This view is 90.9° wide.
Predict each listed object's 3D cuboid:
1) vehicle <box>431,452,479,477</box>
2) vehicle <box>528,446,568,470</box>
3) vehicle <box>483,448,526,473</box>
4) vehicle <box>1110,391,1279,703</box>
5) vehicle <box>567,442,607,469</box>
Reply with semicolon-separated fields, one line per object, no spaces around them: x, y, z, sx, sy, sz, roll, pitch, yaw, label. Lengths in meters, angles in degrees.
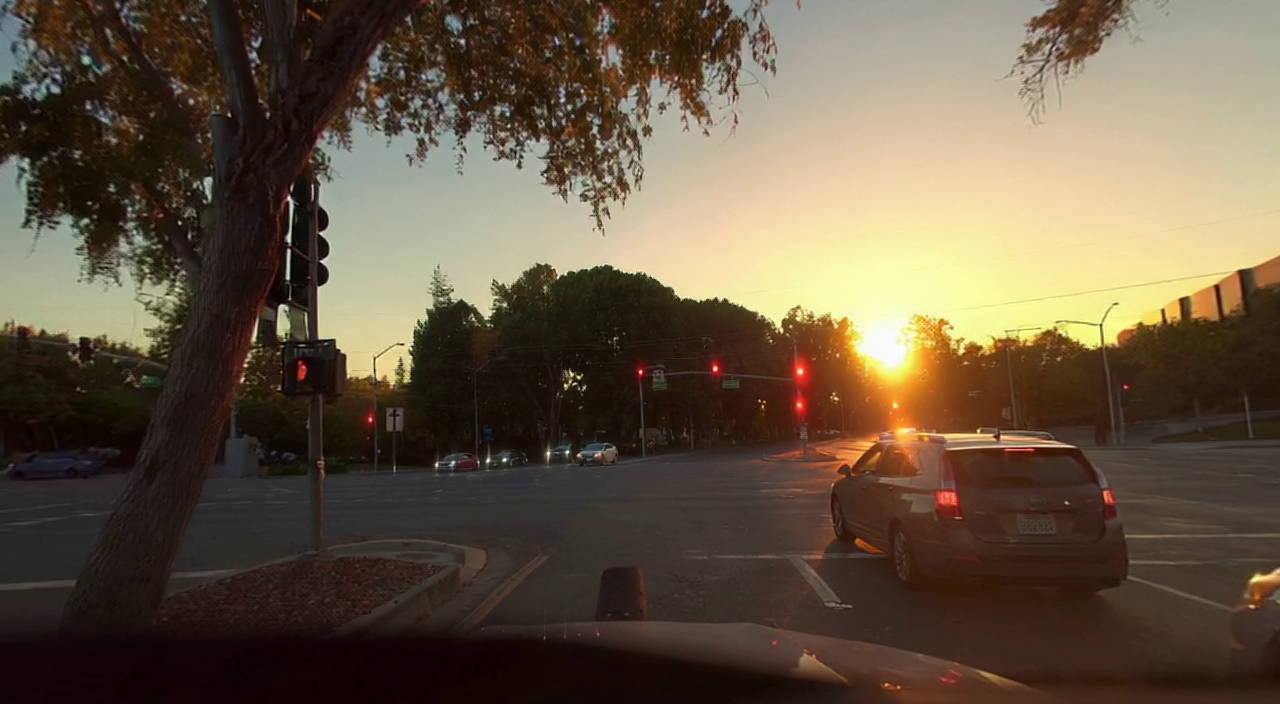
-13.436;8.163;45.982;2.101;1.637;4.304;0;-9;1;vehicle
-6.581;7.616;45.498;2.126;1.657;4.307;-1;-9;2;vehicle
-9.811;7.845;45.949;2.064;1.725;4.243;0;-9;1;vehicle
3.024;0.621;0.425;1.978;1.468;4.544;0;-9;2;vehicle
-3.612;7.176;43.950;2.215;1.732;4.684;-1;-9;2;vehicle
